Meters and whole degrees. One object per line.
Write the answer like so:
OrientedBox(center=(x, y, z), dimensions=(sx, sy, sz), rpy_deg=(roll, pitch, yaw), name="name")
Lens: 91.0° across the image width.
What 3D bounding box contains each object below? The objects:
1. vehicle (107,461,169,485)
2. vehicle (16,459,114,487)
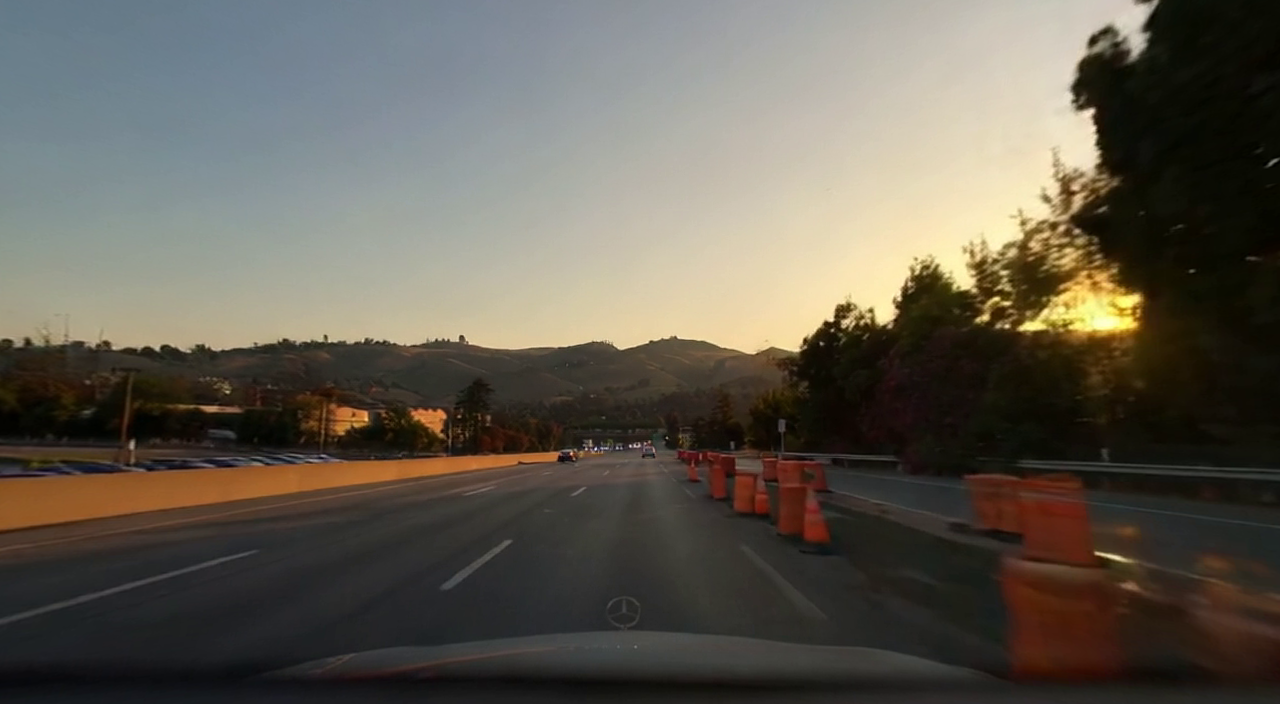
OrientedBox(center=(-38.457, 9.261, 48.238), dimensions=(3.296, 1.468, 1.842), rpy_deg=(-5, -9, 5), name="vehicle")
OrientedBox(center=(-38.948, 8.184, 42.709), dimensions=(4.746, 1.804, 2.038), rpy_deg=(-1, -9, 4), name="vehicle")
